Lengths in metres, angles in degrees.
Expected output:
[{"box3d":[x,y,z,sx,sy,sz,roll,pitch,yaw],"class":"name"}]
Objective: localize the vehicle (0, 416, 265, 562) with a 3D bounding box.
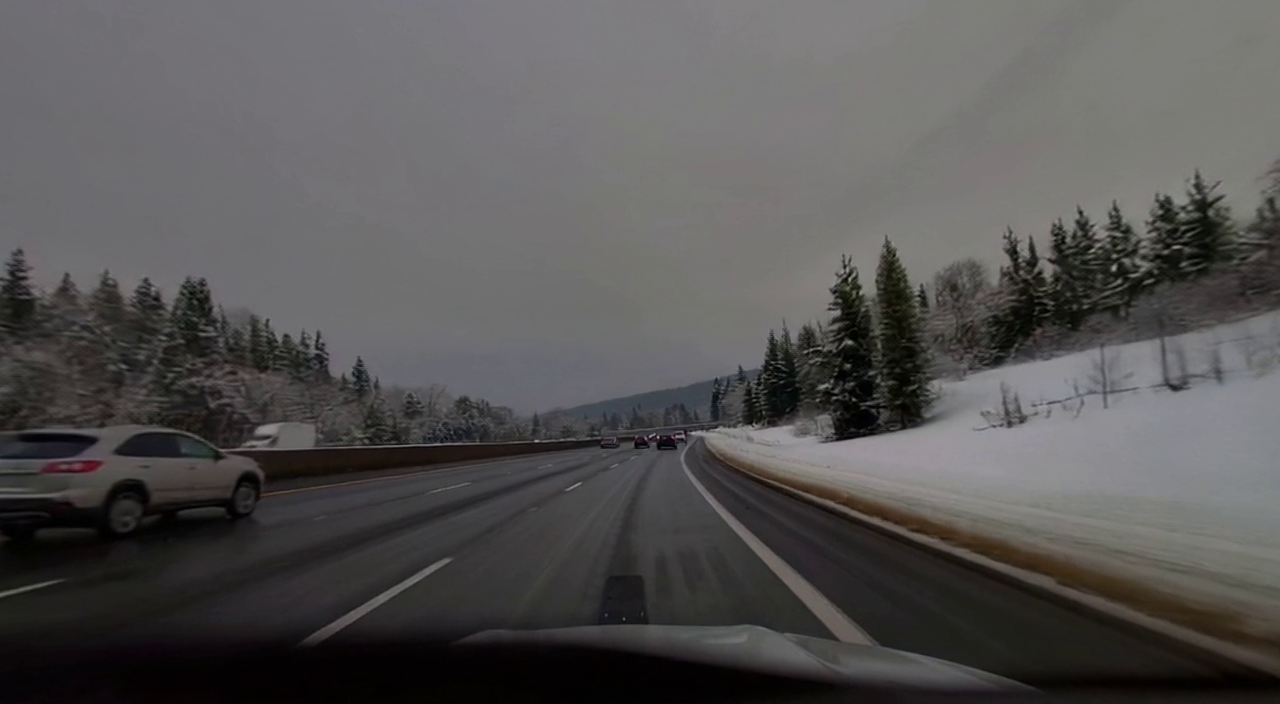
[{"box3d":[-7.461,1.694,8.396,1.914,1.478,4.741,0,-8,1],"class":"vehicle"}]
